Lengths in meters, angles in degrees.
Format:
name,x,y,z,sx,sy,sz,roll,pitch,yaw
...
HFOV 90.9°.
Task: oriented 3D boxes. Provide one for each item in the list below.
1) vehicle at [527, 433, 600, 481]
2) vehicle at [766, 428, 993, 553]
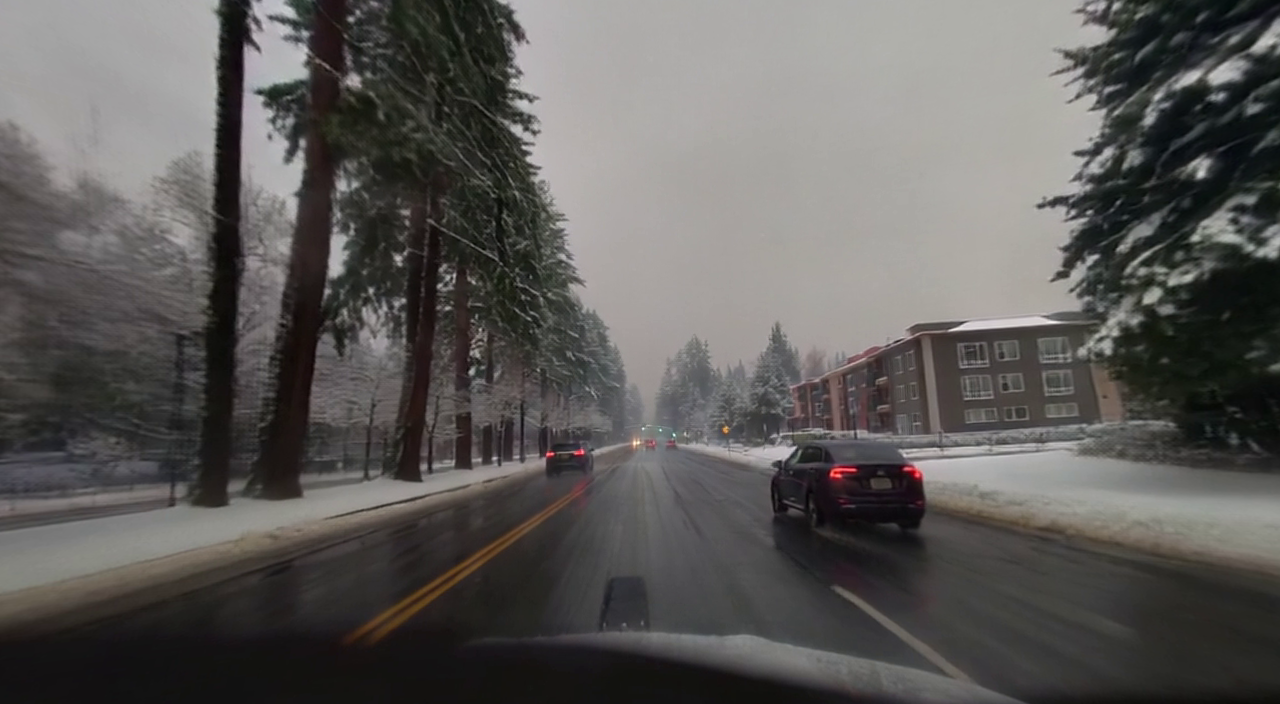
name,x,y,z,sx,sy,sz,roll,pitch,yaw
vehicle,-3.103,4.397,26.755,2.216,1.828,4.886,-1,-8,3
vehicle,3.402,2.038,10.020,1.945,1.530,4.320,0,-8,1
